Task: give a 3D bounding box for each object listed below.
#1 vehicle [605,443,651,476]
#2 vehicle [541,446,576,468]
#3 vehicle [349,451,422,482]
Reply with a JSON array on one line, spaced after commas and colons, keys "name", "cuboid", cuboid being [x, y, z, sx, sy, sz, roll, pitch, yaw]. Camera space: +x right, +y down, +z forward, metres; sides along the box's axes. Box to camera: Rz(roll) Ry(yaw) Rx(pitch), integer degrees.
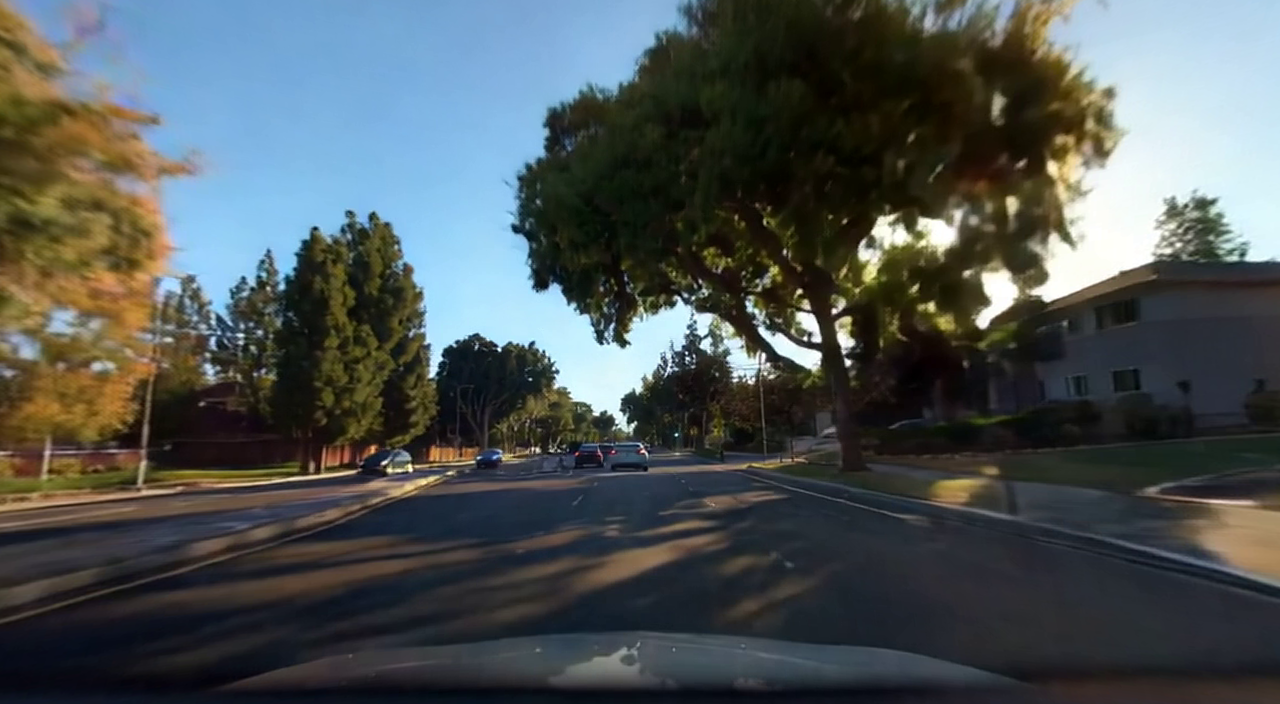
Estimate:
[{"name": "vehicle", "cuboid": [-0.520, 5.409, 31.920, 2.106, 1.517, 4.375, 0, -9, 2]}, {"name": "vehicle", "cuboid": [-5.831, 7.536, 45.339, 2.014, 1.472, 4.357, 0, -9, -1]}, {"name": "vehicle", "cuboid": [-13.683, 6.153, 34.172, 1.949, 1.517, 4.459, 0, -9, 2]}]
